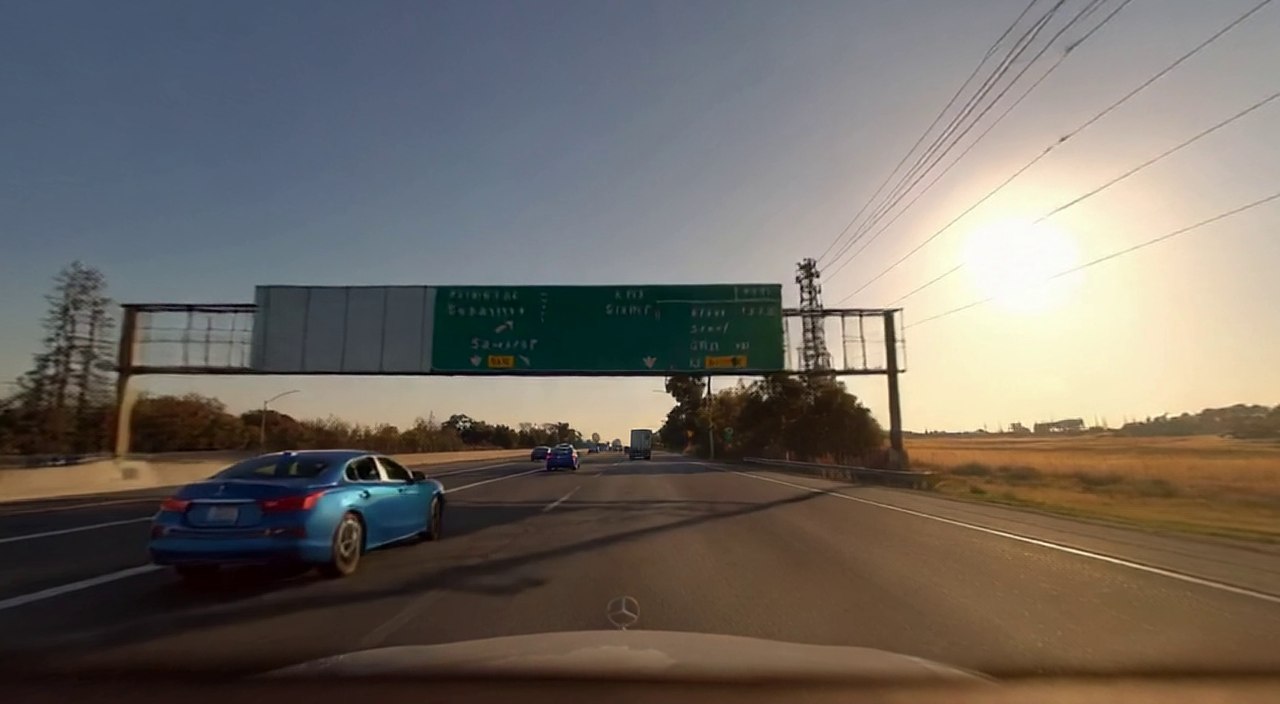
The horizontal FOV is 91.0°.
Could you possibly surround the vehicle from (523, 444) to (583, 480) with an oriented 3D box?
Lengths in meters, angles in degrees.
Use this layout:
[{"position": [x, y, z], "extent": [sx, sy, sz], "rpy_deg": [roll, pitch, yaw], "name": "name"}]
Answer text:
[{"position": [-3.926, 5.054, 29.238], "extent": [2.104, 1.501, 4.459], "rpy_deg": [0, -9, 0], "name": "vehicle"}]
